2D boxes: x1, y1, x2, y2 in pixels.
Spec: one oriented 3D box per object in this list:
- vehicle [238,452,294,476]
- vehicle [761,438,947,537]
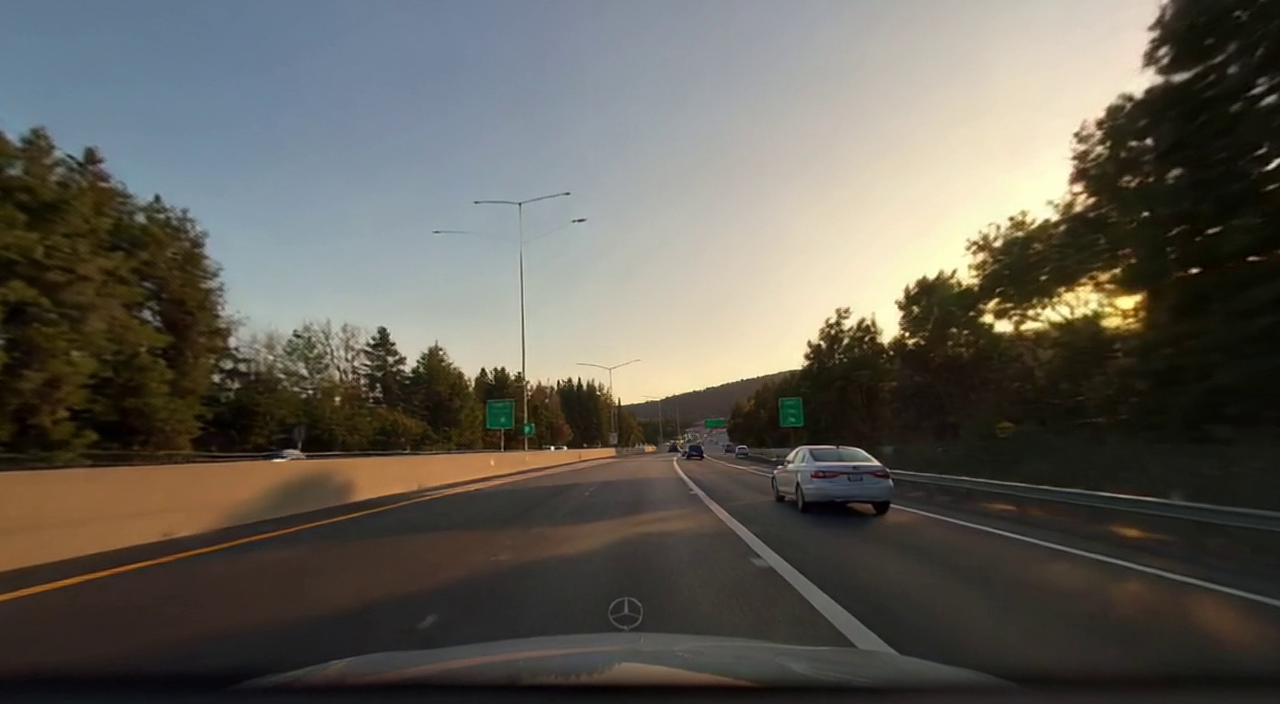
[{"bbox_3d":[-25.468,7.591,43.016,1.674,1.522,3.369,0,-9,1],"label":"vehicle"},{"bbox_3d":[3.621,2.351,11.588,1.938,1.456,4.204,0,-9,0],"label":"vehicle"}]
